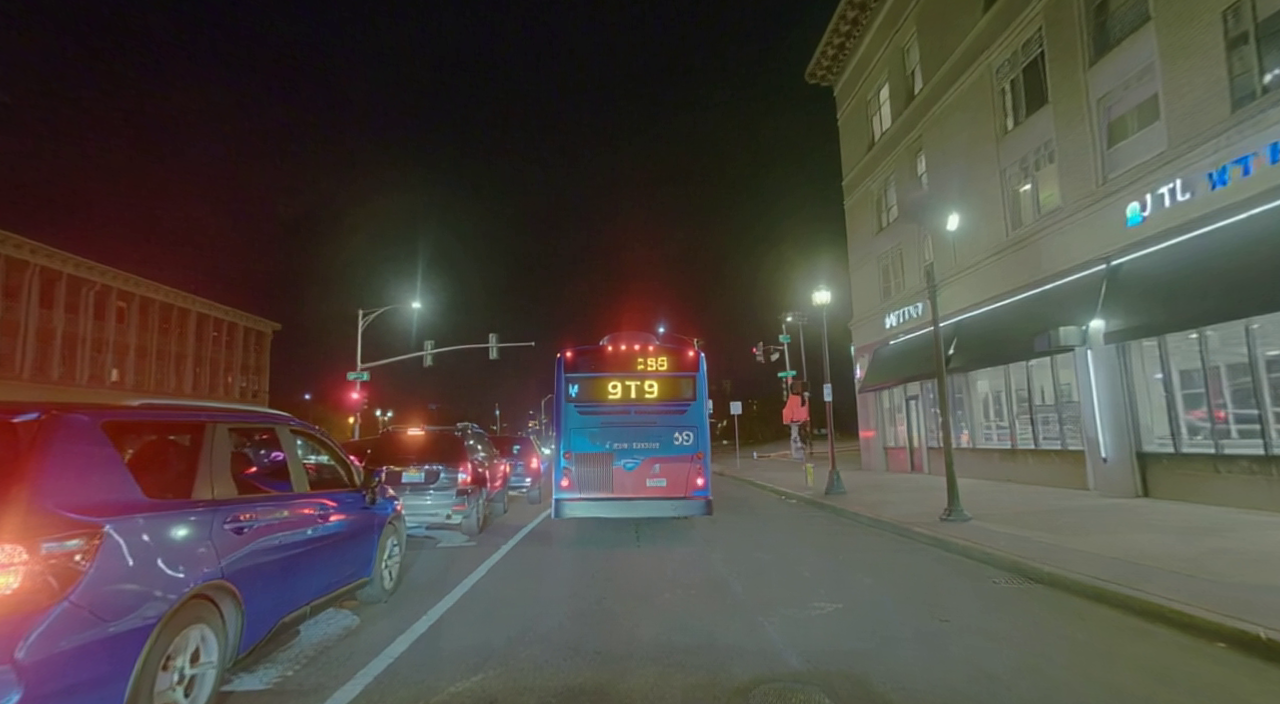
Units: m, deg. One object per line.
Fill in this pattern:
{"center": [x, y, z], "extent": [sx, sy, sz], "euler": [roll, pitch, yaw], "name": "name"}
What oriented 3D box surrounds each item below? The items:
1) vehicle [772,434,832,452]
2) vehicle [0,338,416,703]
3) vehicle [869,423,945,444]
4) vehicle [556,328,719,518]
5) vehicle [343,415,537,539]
{"center": [11.924, 6.737, 46.649], "extent": [3.949, 1.337, 1.738], "euler": [0, -9, -2], "name": "vehicle"}
{"center": [-3.217, 1.093, 3.965], "extent": [2.020, 1.725, 4.384], "euler": [0, -8, 0], "name": "vehicle"}
{"center": [19.910, 6.106, 47.202], "extent": [4.827, 1.555, 1.863], "euler": [1, -9, -6], "name": "vehicle"}
{"center": [-0.303, 2.003, 16.544], "extent": [2.938, 3.468, 9.972], "euler": [0, -8, -3], "name": "vehicle"}
{"center": [-3.351, 2.200, 11.775], "extent": [2.096, 1.828, 4.669], "euler": [0, -8, 0], "name": "vehicle"}
